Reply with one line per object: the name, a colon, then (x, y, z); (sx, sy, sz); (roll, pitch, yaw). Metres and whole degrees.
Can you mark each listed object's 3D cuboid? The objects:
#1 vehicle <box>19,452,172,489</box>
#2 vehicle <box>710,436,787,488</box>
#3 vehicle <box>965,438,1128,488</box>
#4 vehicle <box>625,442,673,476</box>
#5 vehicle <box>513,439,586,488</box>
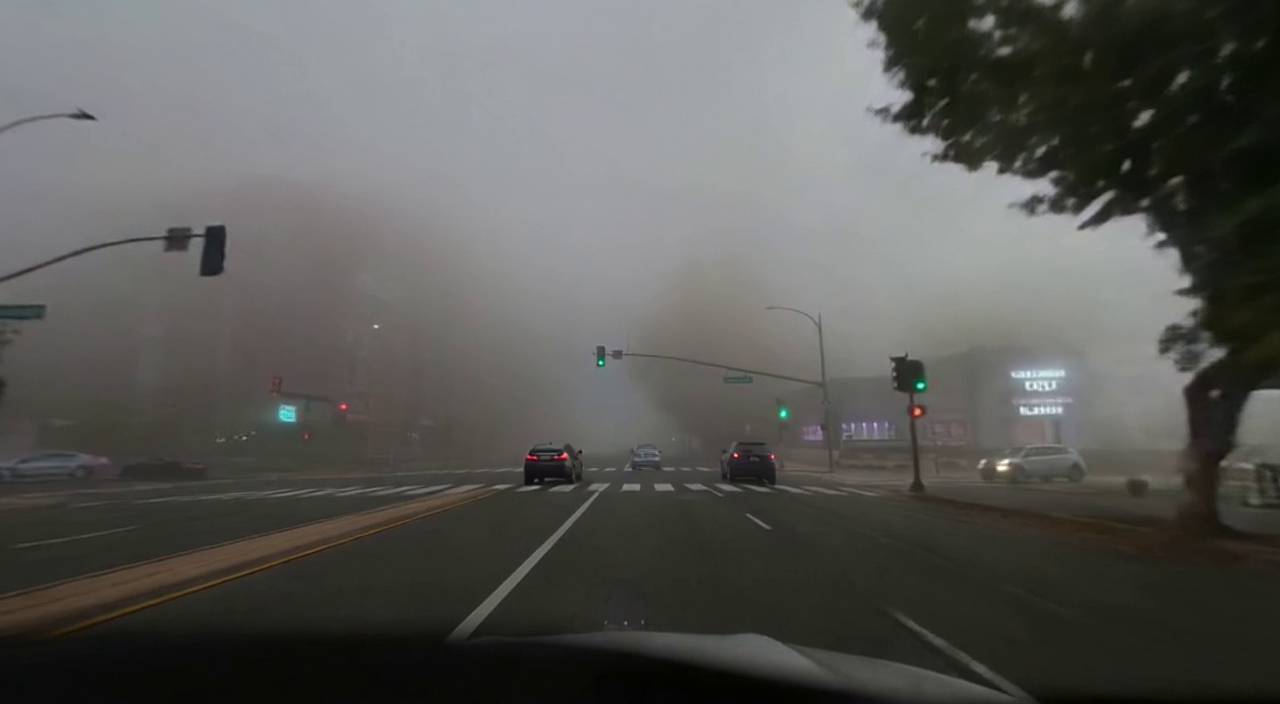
vehicle: (-23.767, 5.167, 27.651); (4.890, 1.514, 1.908); (0, -9, -1)
vehicle: (3.655, 3.786, 21.945); (1.987, 1.637, 3.896); (0, -9, 0)
vehicle: (15.728, 4.315, 24.609); (4.921, 1.841, 1.957); (0, -9, 1)
vehicle: (0.390, 4.955, 29.454); (2.103, 1.468, 4.094); (0, -9, 0)
vehicle: (-3.042, 3.844, 22.035); (1.860, 1.510, 4.073); (0, -9, 1)
